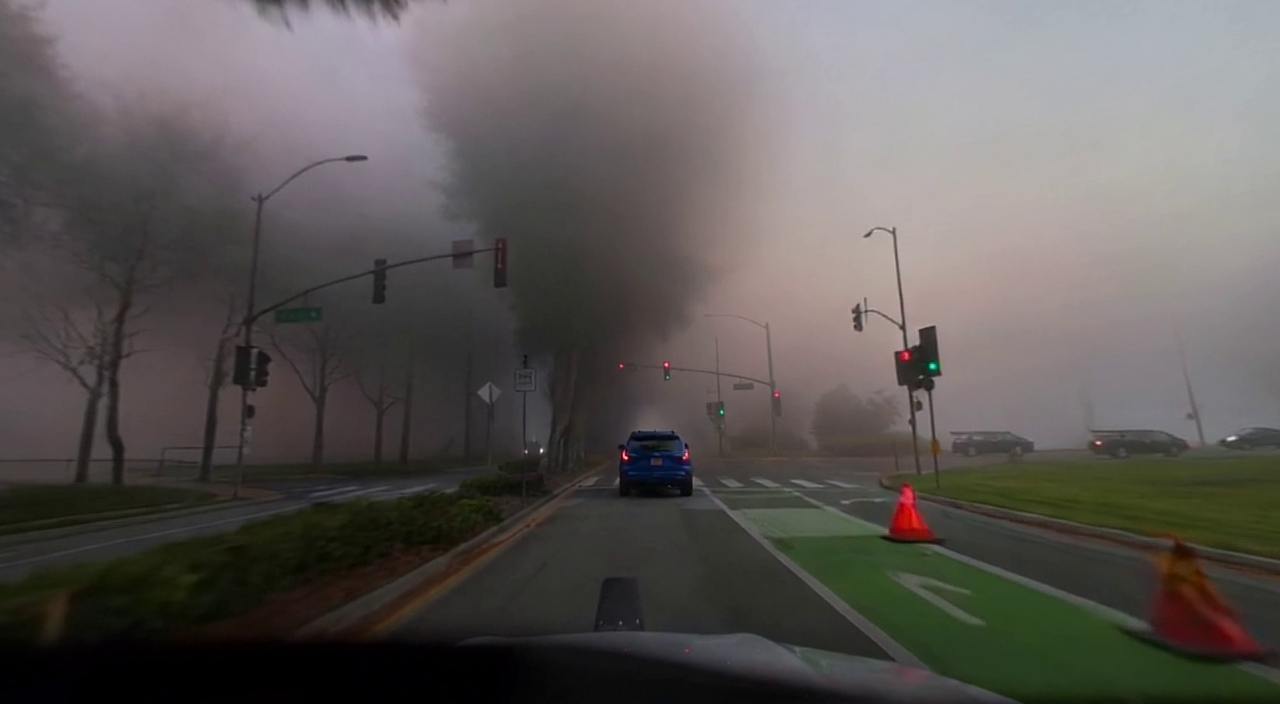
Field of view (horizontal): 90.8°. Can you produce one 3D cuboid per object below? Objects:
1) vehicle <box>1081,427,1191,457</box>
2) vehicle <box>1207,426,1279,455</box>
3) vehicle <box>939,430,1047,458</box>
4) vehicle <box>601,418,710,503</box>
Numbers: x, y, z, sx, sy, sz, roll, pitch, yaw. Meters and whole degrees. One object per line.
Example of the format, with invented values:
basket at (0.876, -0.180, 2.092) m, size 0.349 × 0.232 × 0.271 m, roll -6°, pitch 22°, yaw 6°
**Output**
vehicle at (26.444, 4.817, 33.755) m, size 4.343 × 1.518 × 1.845 m, roll 0°, pitch -9°, yaw -3°
vehicle at (33.247, 4.689, 33.453) m, size 4.483 × 1.481 × 2.082 m, roll 0°, pitch -9°, yaw -4°
vehicle at (18.636, 4.890, 33.501) m, size 4.492 × 1.422 × 1.961 m, roll 0°, pitch -9°, yaw -1°
vehicle at (0.321, 2.678, 15.946) m, size 2.339 × 1.790 × 4.629 m, roll -1°, pitch -9°, yaw 0°
